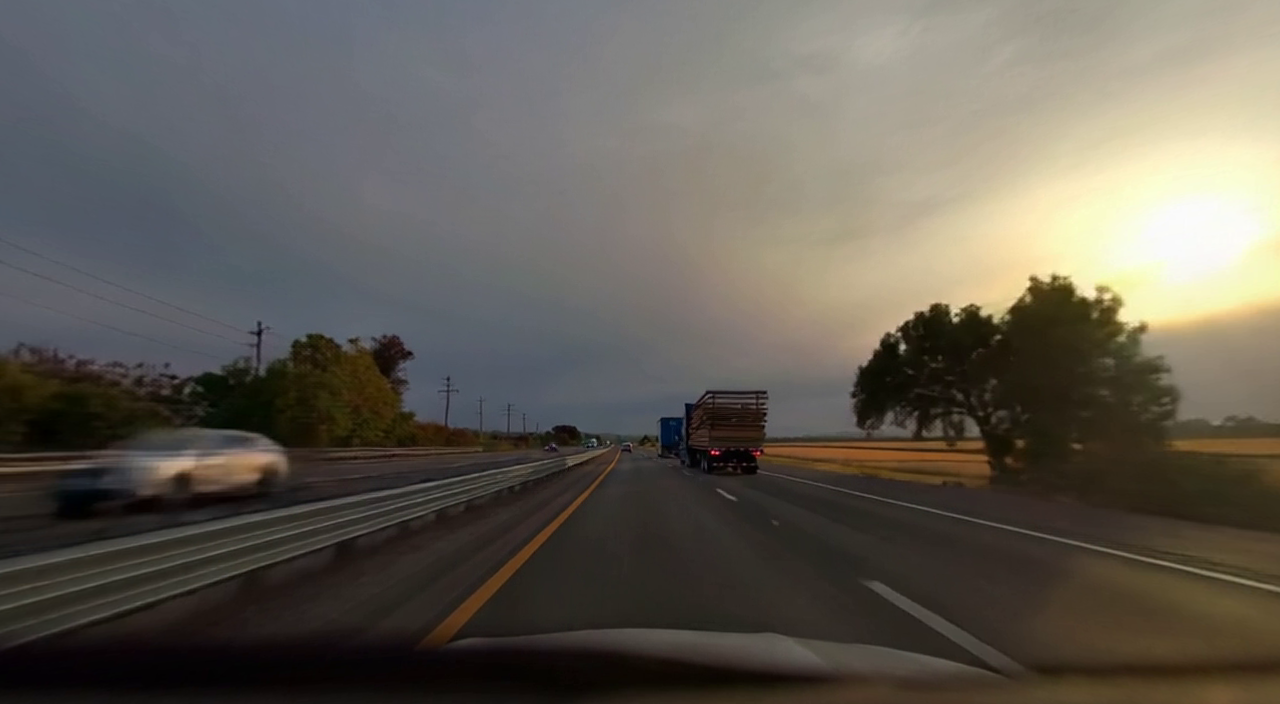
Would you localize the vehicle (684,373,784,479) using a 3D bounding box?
[{"bbox_3d":[4.081,3.803,31.079,3.024,4.065,13.796,0,-8,1],"label":"vehicle"}]
